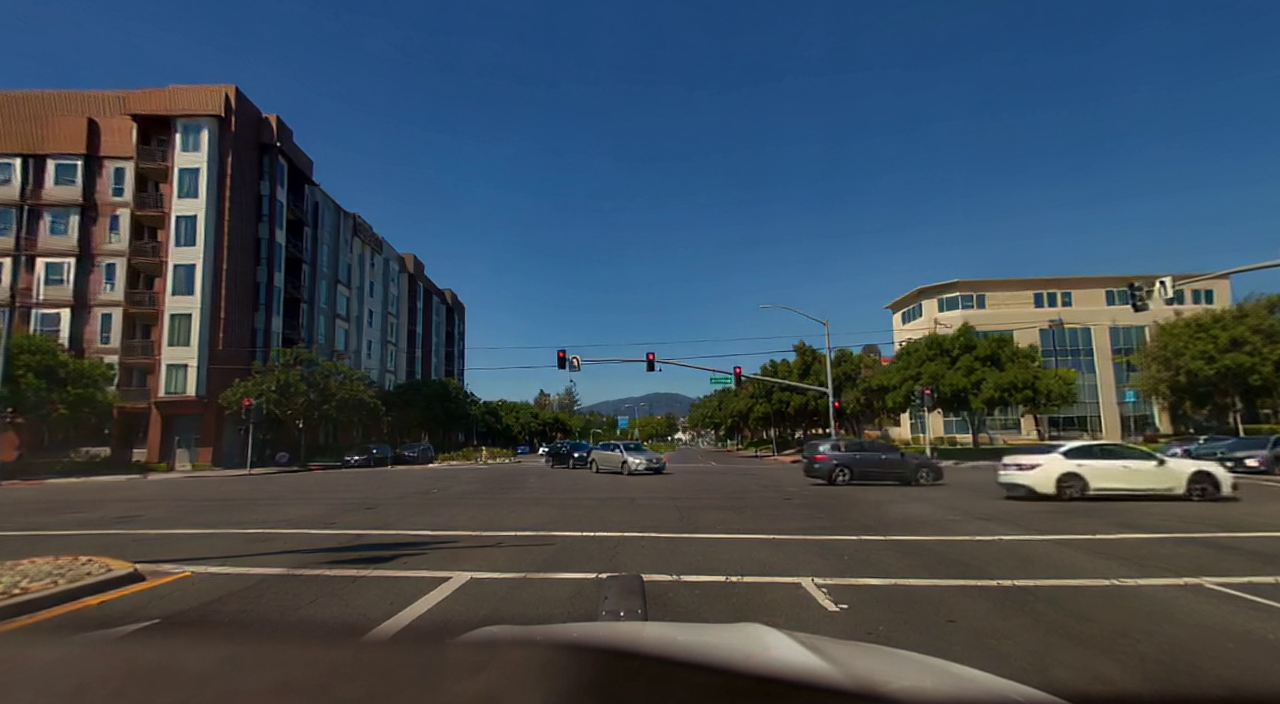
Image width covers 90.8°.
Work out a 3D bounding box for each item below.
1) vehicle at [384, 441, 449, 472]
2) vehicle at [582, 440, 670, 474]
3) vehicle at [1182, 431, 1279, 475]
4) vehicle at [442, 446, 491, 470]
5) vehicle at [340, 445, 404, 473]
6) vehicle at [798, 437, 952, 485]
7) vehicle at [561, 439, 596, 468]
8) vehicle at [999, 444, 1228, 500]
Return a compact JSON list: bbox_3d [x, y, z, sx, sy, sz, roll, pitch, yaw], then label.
[{"bbox_3d":[-15.153,7.113,43.177,2.340,1.946,5.450,-1,-9,1],"label":"vehicle"},{"bbox_3d":[-0.779,4.949,29.897,2.115,1.445,4.864,4,-10,-29],"label":"vehicle"},{"bbox_3d":[22.314,3.561,22.367,4.474,1.477,1.908,0,-9,-2],"label":"vehicle"},{"bbox_3d":[-11.659,7.142,42.800,2.003,1.476,4.297,-1,-9,2],"label":"vehicle"},{"bbox_3d":[-18.568,7.406,44.055,2.237,1.842,5.116,0,-9,0],"label":"vehicle"},{"bbox_3d":[7.981,3.683,21.586,4.637,1.461,2.109,-4,-9,24],"label":"vehicle"},{"bbox_3d":[-3.811,6.135,38.419,1.950,1.629,4.385,1,-9,-7],"label":"vehicle"},{"bbox_3d":[11.646,2.967,15.807,4.093,1.288,1.910,-1,-9,4],"label":"vehicle"}]
